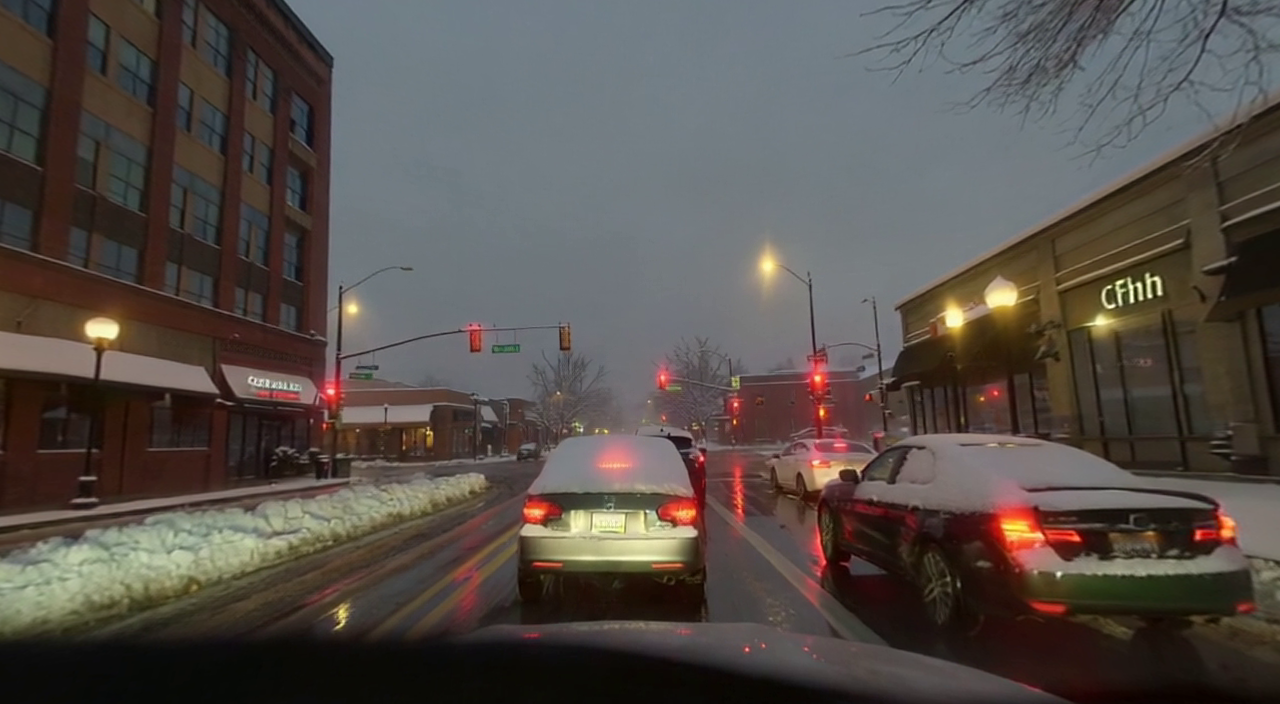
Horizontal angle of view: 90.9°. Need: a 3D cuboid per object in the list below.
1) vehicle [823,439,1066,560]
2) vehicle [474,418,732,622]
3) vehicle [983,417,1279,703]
[{"bbox_3d":[4.531,2.216,10.358,1.912,1.505,4.618,-1,-8,3],"label":"vehicle"},{"bbox_3d":[-0.276,1.512,6.561,1.888,1.489,3.703,0,-8,0],"label":"vehicle"},{"bbox_3d":[3.184,0.873,1.498,2.006,1.496,4.767,0,-8,-1],"label":"vehicle"}]
